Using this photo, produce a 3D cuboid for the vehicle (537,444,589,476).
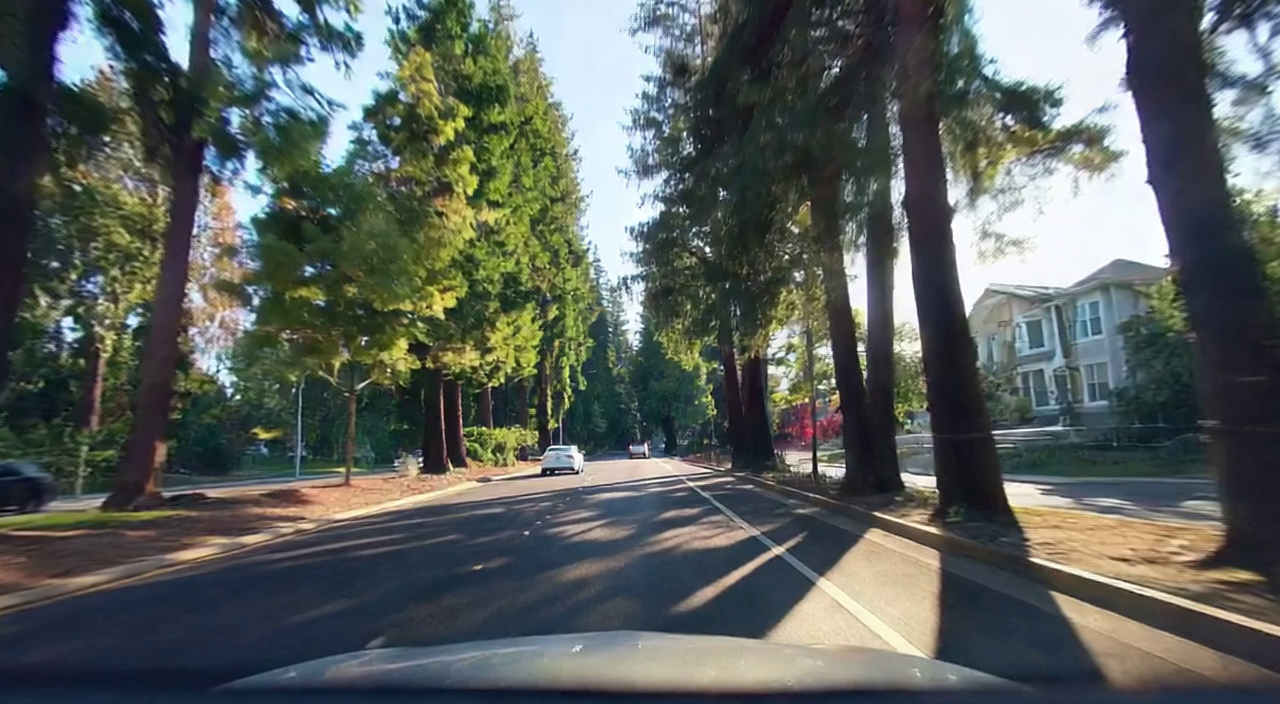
[{"bbox_3d":[-3.627,5.166,30.508,1.917,1.448,4.178,0,-8,1],"label":"vehicle"}]
